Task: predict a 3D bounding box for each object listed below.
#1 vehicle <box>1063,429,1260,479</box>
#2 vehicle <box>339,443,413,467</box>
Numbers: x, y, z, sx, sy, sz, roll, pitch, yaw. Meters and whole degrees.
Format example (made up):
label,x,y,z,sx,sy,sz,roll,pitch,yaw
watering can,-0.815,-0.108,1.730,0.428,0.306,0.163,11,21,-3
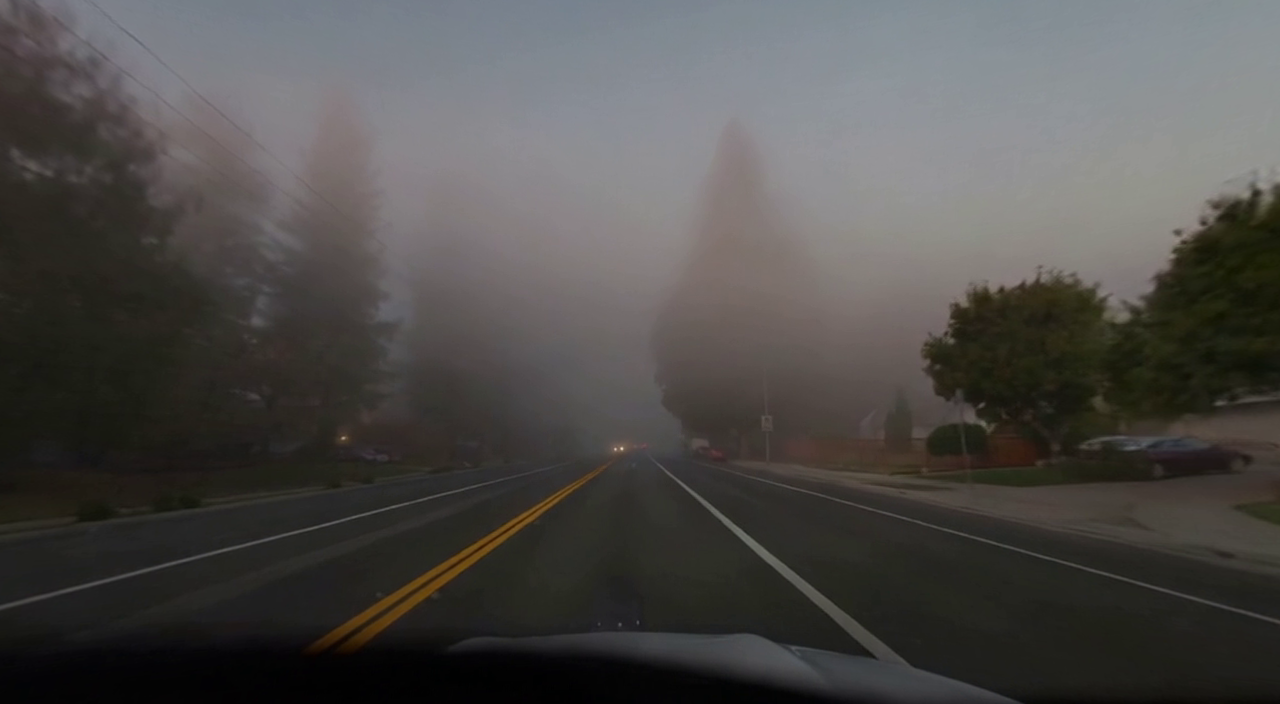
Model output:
label,x,y,z,sx,sy,sz,roll,pitch,yaw
vehicle,16.817,3.306,20.609,4.443,1.497,2.168,0,-8,3
vehicle,-19.626,7.673,47.058,4.497,1.674,2.168,-1,-9,4
